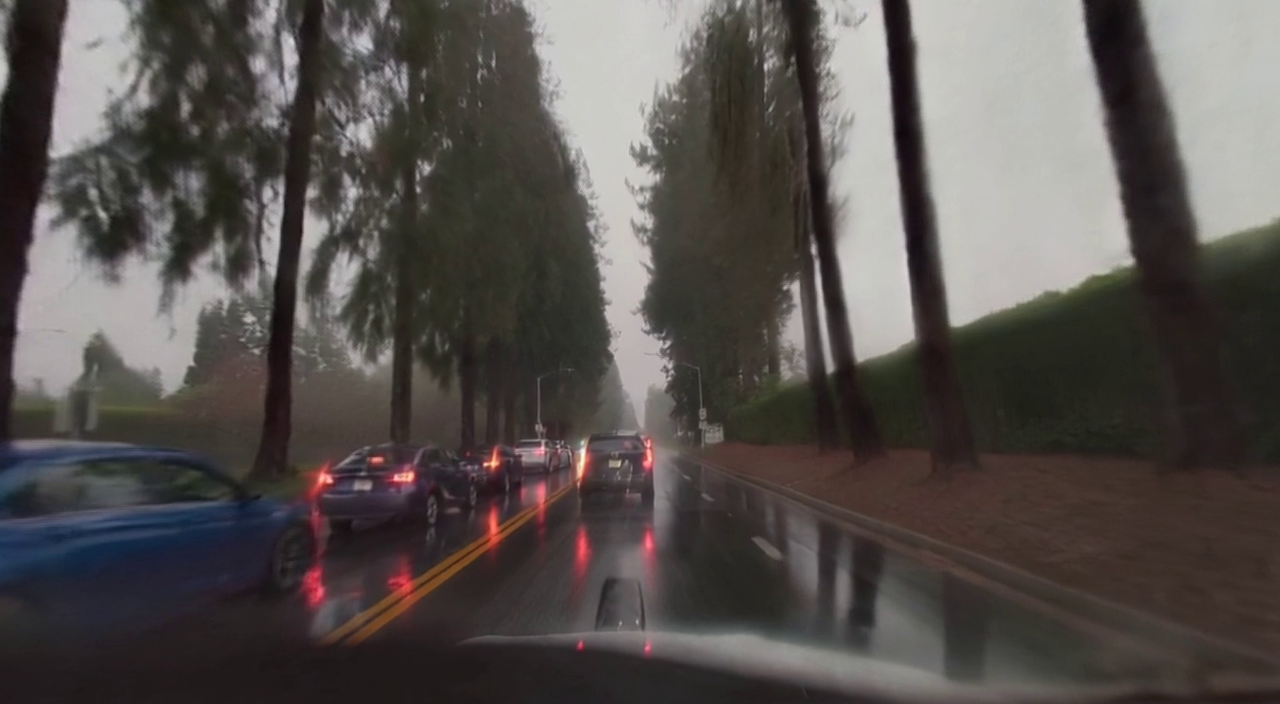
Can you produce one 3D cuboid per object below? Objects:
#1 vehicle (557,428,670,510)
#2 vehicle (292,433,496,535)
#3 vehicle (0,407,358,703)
[{"bbox_3d":[-0.529,2.489,13.943,2.127,1.517,4.090,0,-8,-1],"label":"vehicle"},{"bbox_3d":[-3.903,2.138,10.895,1.784,1.408,4.141,0,-8,1],"label":"vehicle"},{"bbox_3d":[-3.942,1.166,4.126,1.968,1.459,4.734,0,-8,1],"label":"vehicle"}]
